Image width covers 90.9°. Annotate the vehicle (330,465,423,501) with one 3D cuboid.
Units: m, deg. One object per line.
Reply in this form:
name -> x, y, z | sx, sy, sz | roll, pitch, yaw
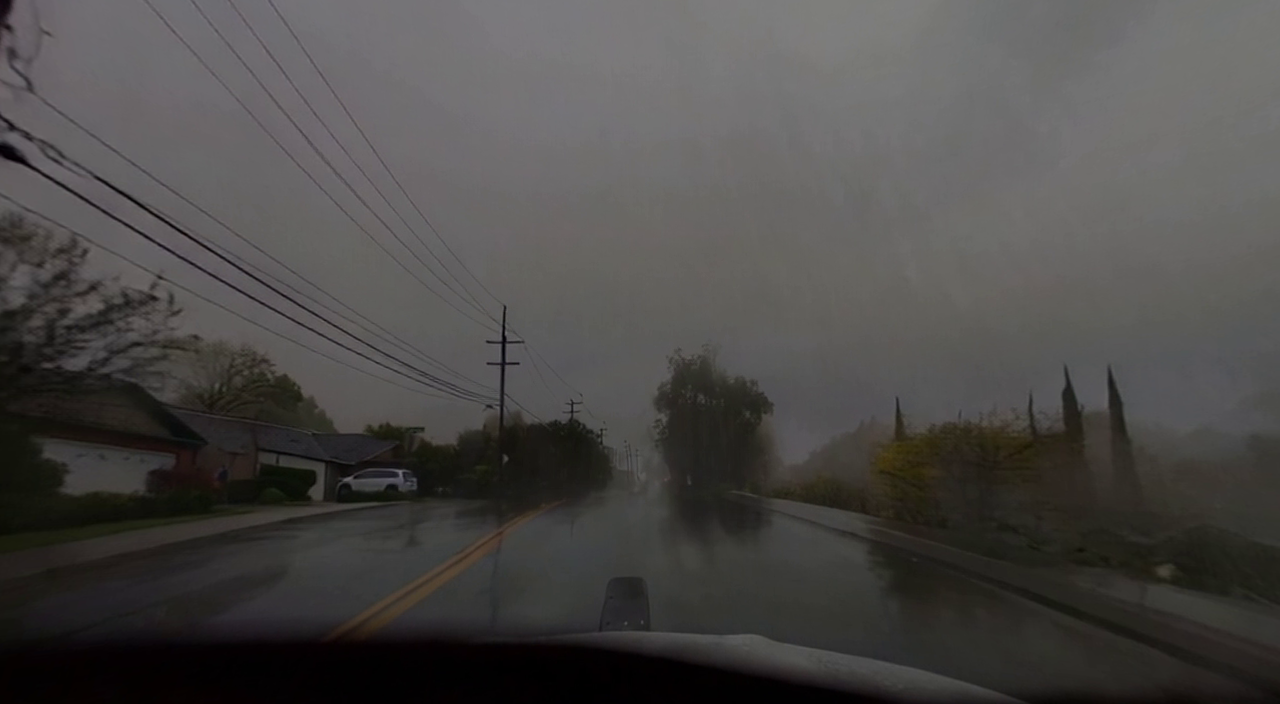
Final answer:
vehicle -> -16.623, 8.309, 40.314 | 2.301, 2.081, 6.706 | -3, -11, 8
